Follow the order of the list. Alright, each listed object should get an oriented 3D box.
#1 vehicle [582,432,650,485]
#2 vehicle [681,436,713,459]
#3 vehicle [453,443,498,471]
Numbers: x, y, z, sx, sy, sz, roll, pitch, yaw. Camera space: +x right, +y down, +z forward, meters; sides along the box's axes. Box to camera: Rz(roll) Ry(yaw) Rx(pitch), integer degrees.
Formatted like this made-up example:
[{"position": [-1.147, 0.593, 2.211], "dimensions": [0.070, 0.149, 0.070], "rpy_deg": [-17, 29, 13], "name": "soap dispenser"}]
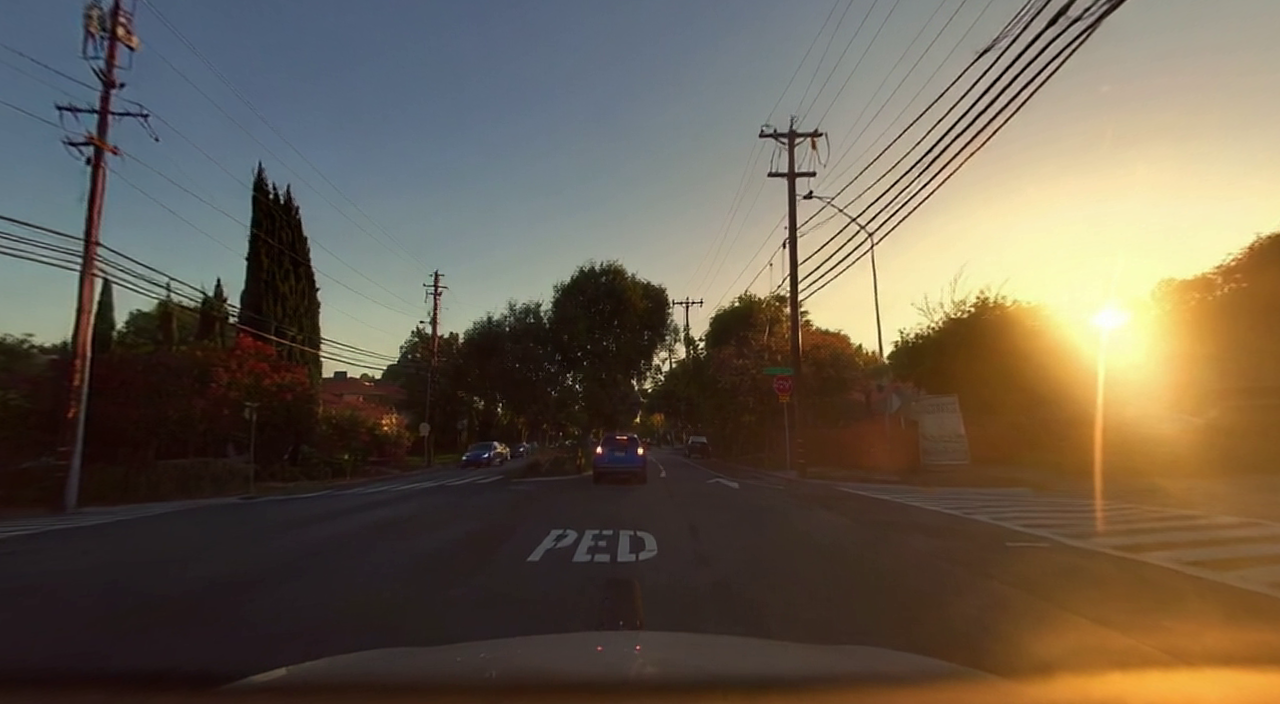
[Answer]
[{"position": [-0.679, 3.257, 19.564], "dimensions": [1.877, 1.448, 3.830], "rpy_deg": [0, -8, 0], "name": "vehicle"}, {"position": [4.407, 7.427, 49.119], "dimensions": [2.101, 1.744, 4.466], "rpy_deg": [0, -8, 1], "name": "vehicle"}, {"position": [-9.602, 6.160, 37.178], "dimensions": [1.934, 1.506, 4.032], "rpy_deg": [1, -9, -5], "name": "vehicle"}]
